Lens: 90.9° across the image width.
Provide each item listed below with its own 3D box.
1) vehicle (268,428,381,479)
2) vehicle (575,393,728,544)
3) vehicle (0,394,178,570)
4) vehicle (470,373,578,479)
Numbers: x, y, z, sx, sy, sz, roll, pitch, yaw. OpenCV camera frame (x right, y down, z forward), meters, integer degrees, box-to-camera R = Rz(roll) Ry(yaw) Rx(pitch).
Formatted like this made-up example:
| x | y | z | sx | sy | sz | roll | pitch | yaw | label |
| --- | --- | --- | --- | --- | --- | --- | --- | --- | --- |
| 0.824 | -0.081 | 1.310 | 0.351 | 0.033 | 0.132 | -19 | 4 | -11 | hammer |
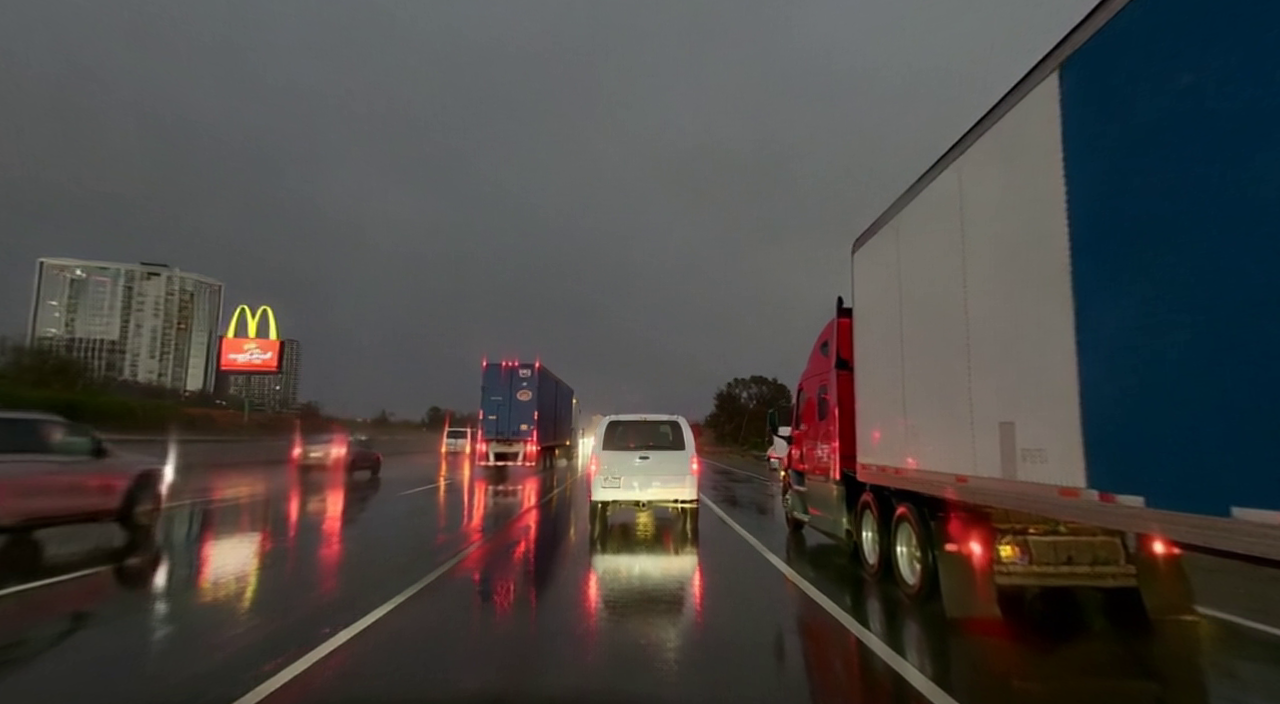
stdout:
| x | y | z | sx | sy | sz | roll | pitch | yaw | label |
| --- | --- | --- | --- | --- | --- | --- | --- | --- | --- |
| -11.669 | 3.800 | 23.739 | 1.915 | 1.710 | 4.670 | 0 | -9 | -1 | vehicle |
| 0.081 | 1.788 | 10.132 | 1.947 | 1.910 | 4.040 | 0 | -9 | -2 | vehicle |
| -7.333 | 1.345 | 6.586 | 1.854 | 1.740 | 4.151 | 0 | -9 | -1 | vehicle |
| -4.282 | 3.099 | 25.369 | 2.814 | 3.513 | 8.529 | 0 | -9 | -1 | vehicle |
